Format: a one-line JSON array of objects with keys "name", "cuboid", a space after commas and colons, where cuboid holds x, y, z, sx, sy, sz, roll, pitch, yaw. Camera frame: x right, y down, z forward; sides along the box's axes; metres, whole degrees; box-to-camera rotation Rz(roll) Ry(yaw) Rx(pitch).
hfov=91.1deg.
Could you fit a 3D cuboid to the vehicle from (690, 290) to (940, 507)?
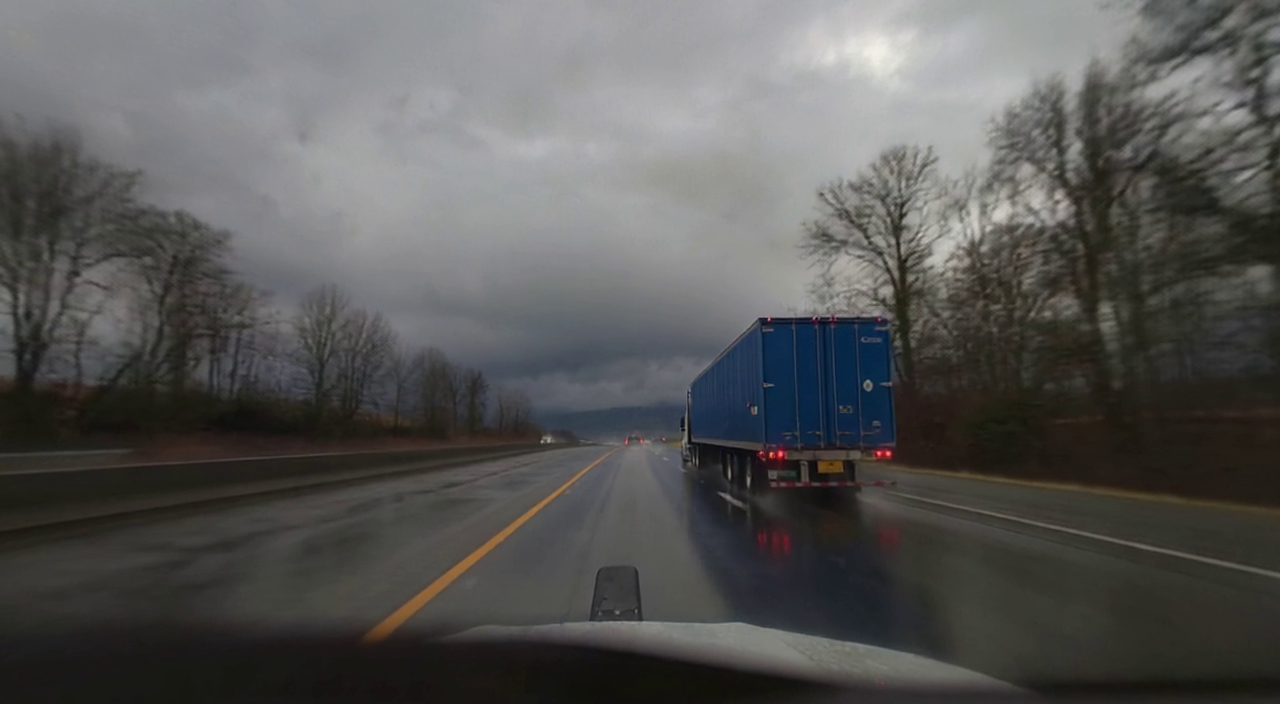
[{"name": "vehicle", "cuboid": [4.067, 2.025, 20.863, 3.203, 4.273, 17.131, 0, -8, -1]}]
